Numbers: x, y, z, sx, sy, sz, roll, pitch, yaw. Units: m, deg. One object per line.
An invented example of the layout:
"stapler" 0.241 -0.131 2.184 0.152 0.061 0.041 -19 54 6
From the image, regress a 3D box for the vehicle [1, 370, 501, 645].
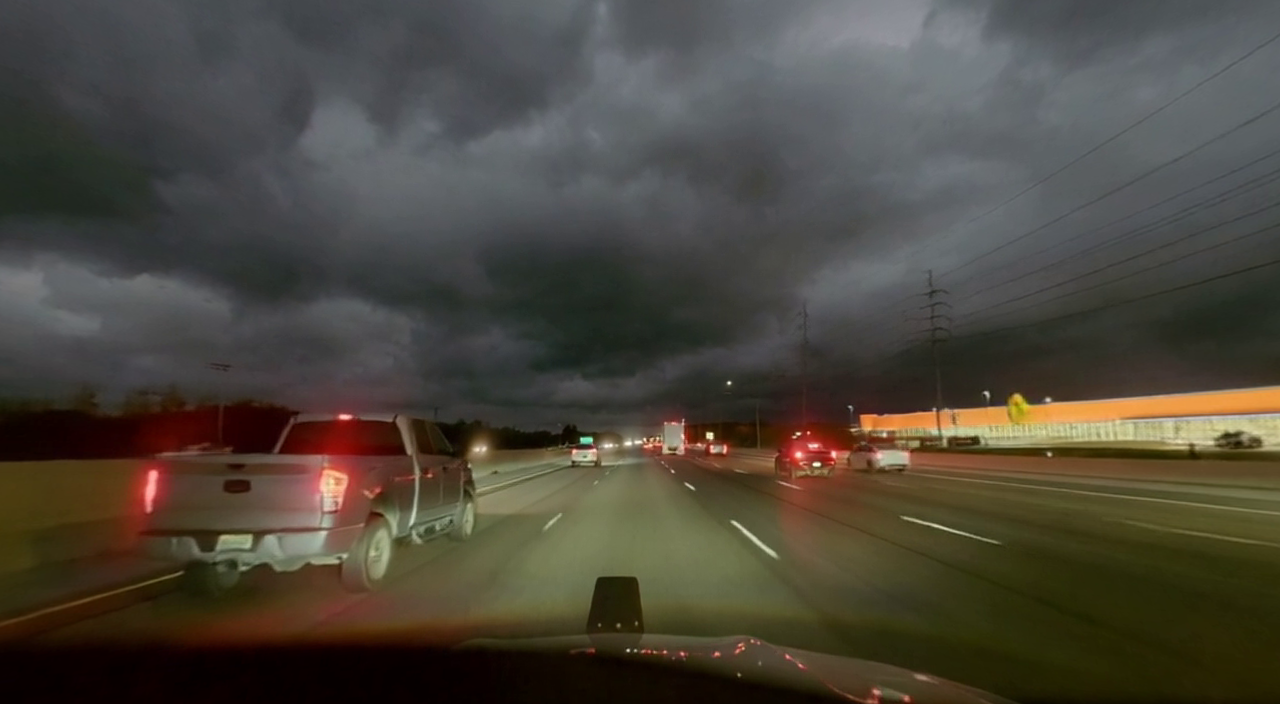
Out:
"vehicle" -3.080 1.357 6.513 2.130 1.799 4.583 0 -9 1

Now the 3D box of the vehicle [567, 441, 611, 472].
"vehicle" -2.652 5.497 33.420 1.929 1.521 4.097 0 -9 1

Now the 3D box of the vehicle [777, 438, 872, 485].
"vehicle" 6.407 3.846 22.428 1.980 1.501 4.433 0 -9 -1
